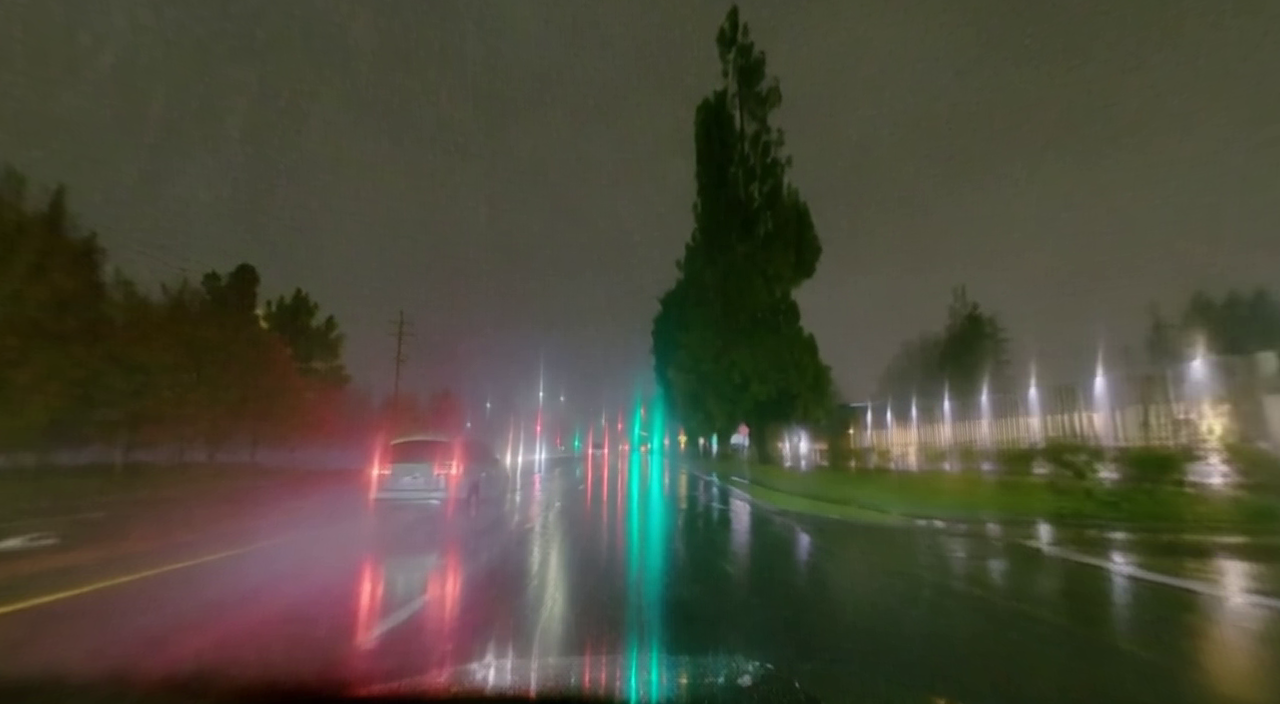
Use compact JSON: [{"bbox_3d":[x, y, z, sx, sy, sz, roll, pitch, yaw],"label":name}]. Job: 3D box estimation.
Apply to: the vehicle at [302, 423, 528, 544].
[{"bbox_3d":[-3.593,2.208,11.313,2.202,1.685,4.772,0,-9,1],"label":"vehicle"}]
